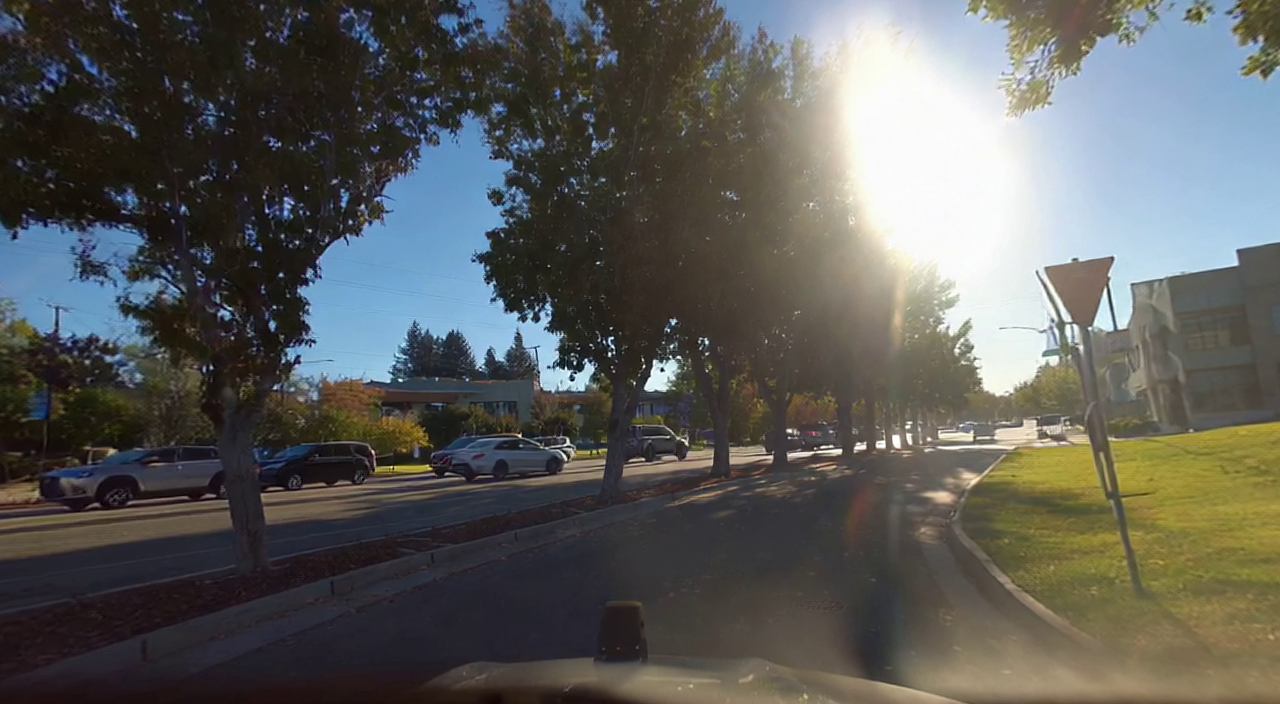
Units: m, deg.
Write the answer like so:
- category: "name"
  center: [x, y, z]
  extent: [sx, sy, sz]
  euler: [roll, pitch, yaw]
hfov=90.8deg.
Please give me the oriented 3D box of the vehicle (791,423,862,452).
- category: "vehicle"
  center: [11.514, 5.243, 38.747]
  extent: [1.949, 1.640, 5.372]
  euler: [-7, -10, 42]

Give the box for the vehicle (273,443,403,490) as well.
- category: "vehicle"
  center: [-12.307, 4.618, 26.000]
  extent: [1.904, 1.719, 4.326]
  euler: [-6, -10, 37]

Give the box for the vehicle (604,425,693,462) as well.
- category: "vehicle"
  center: [0.598, 5.047, 35.029]
  extent: [2.195, 1.909, 5.353]
  euler: [-5, -10, 37]

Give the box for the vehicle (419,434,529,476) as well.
- category: "vehicle"
  center: [-8.213, 5.098, 31.732]
  extent: [2.134, 1.924, 4.911]
  euler: [-7, -10, 41]

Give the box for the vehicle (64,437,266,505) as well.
- category: "vehicle"
  center: [-15.756, 3.906, 21.270]
  extent: [2.294, 2.000, 4.788]
  euler: [-7, -10, 33]
